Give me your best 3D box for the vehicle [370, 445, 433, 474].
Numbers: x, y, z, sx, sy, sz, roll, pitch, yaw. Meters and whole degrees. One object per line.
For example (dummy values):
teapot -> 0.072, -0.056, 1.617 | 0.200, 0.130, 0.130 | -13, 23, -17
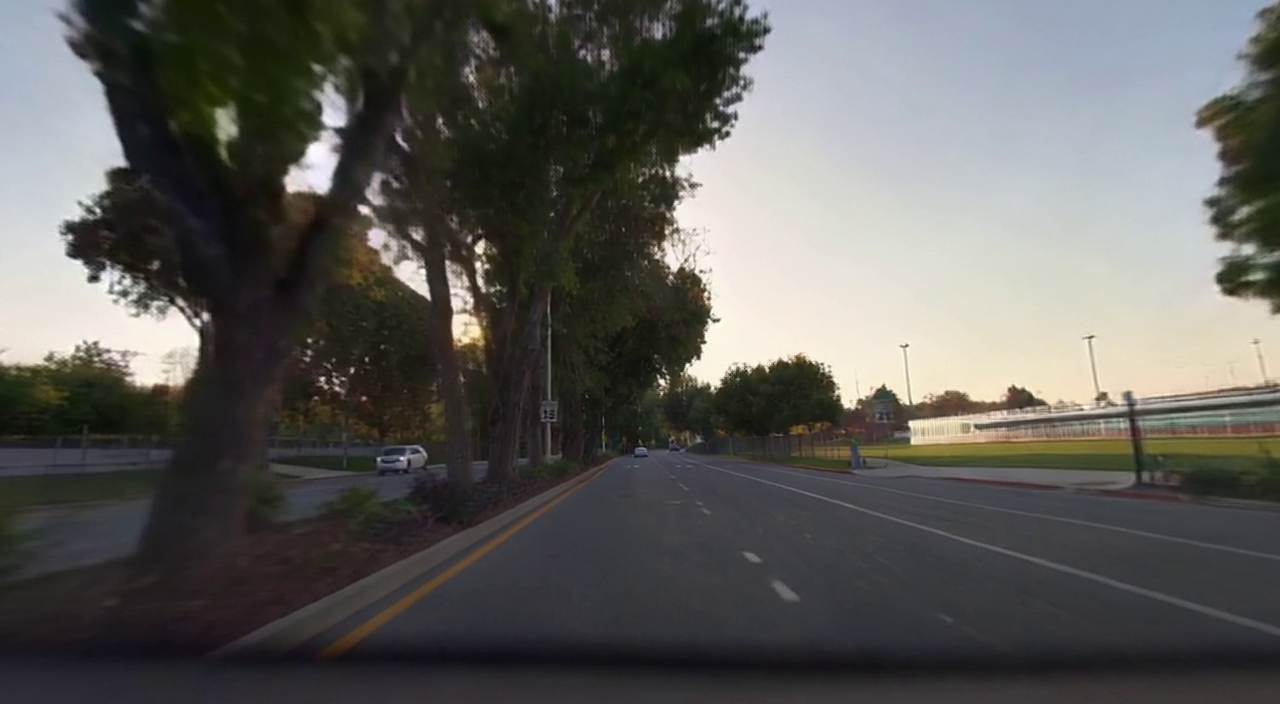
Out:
vehicle -> -16.463, 7.434, 43.974 | 2.511, 1.881, 4.658 | 0, -8, 1
